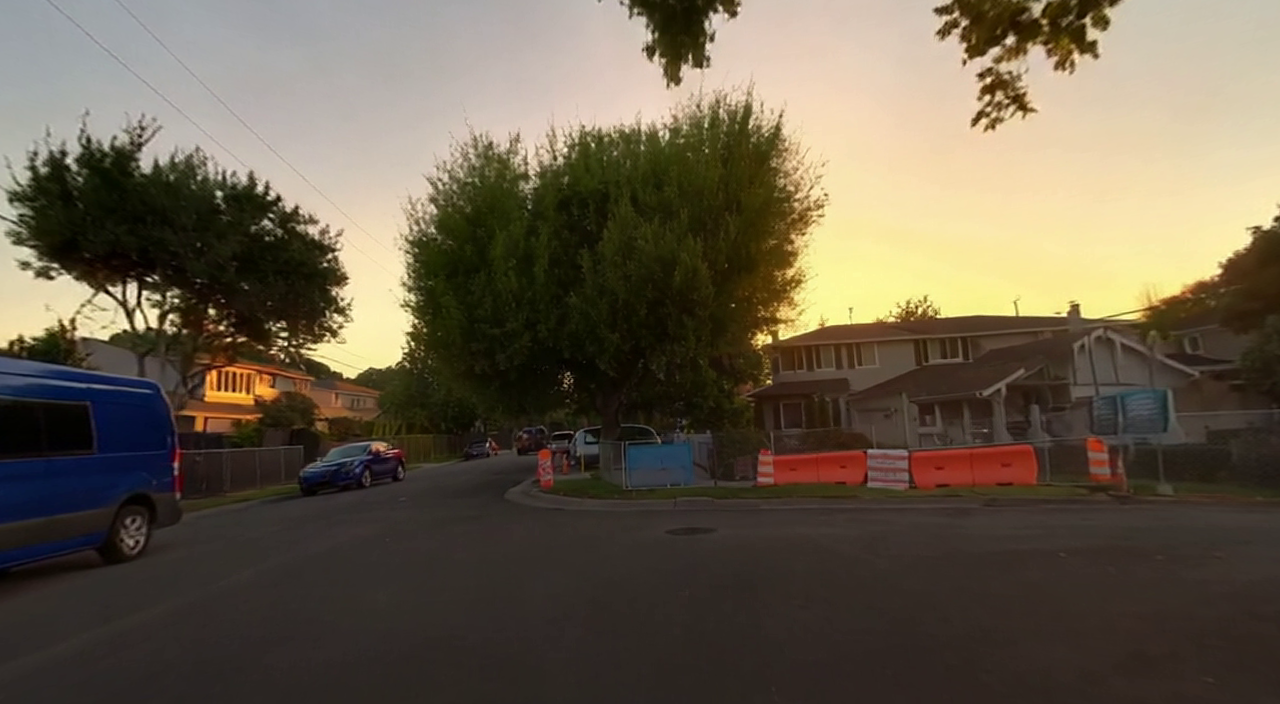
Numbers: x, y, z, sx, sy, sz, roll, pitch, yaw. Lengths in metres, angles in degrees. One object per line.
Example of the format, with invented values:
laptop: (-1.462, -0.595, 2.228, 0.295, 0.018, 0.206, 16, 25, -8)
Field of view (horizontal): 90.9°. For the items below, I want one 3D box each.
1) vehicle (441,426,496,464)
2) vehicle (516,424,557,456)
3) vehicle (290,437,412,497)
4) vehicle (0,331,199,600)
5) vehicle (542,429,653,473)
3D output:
vehicle: (-9.524, 5.202, 35.450, 2.042, 1.937, 4.960, 0, -8, -4)
vehicle: (-6.925, 5.957, 42.649, 2.219, 1.984, 4.712, 0, -8, -3)
vehicle: (-8.257, 3.271, 18.451, 1.899, 1.524, 4.082, 0, -8, -4)
vehicle: (-7.105, 1.054, 5.411, 2.284, 2.500, 7.006, -2, -6, -6)
vehicle: (-1.450, 3.546, 22.904, 1.827, 1.436, 4.070, -6, -9, 35)
